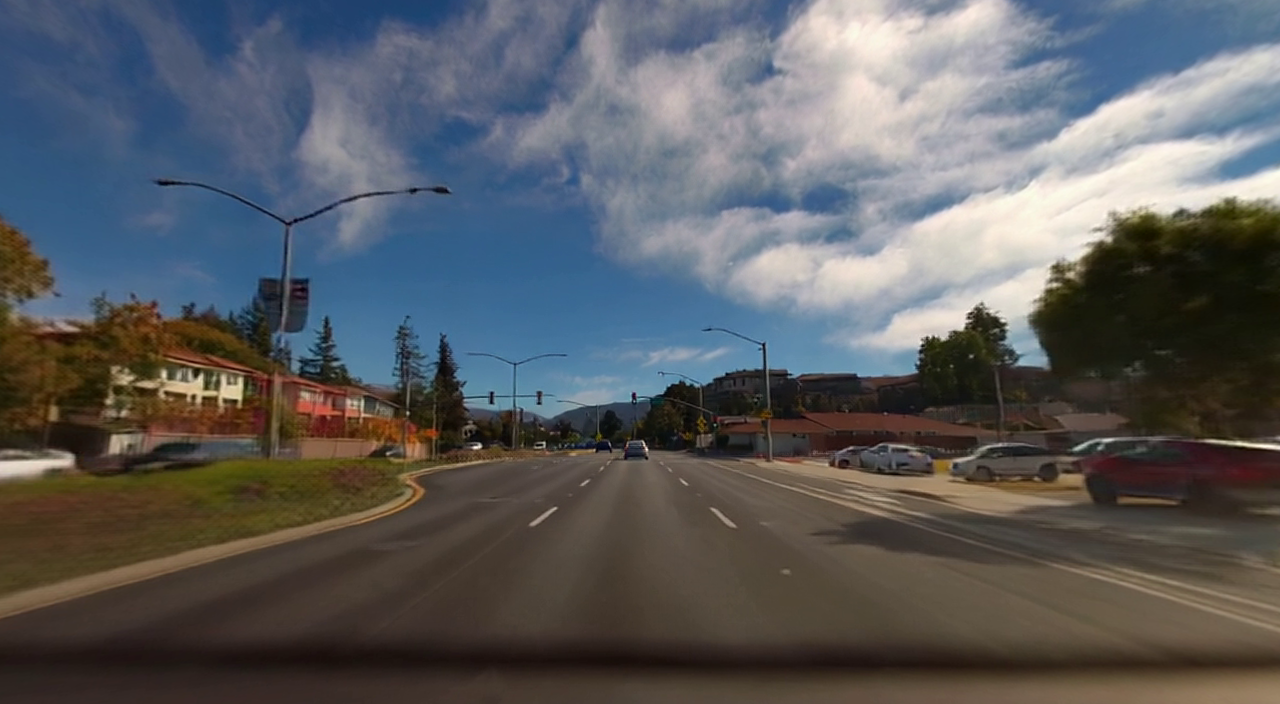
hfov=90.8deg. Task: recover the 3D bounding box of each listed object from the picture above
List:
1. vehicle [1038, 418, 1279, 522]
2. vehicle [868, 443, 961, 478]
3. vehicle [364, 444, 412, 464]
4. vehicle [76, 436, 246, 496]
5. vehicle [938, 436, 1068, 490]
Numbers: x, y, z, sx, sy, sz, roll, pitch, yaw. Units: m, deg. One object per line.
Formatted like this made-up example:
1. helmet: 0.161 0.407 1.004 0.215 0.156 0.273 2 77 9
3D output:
1. vehicle: 12.677 2.730 14.979 2.386 1.919 6.109 0 -10 -1
2. vehicle: 12.517 4.964 29.253 2.128 1.467 4.987 0 -9 1
3. vehicle: -19.426 7.848 48.880 1.918 1.472 4.360 0 -9 0
4. vehicle: -14.944 3.561 20.112 1.857 1.656 4.514 0 -9 0
5. vehicle: 12.651 3.877 22.405 1.976 1.706 4.354 0 -9 0
